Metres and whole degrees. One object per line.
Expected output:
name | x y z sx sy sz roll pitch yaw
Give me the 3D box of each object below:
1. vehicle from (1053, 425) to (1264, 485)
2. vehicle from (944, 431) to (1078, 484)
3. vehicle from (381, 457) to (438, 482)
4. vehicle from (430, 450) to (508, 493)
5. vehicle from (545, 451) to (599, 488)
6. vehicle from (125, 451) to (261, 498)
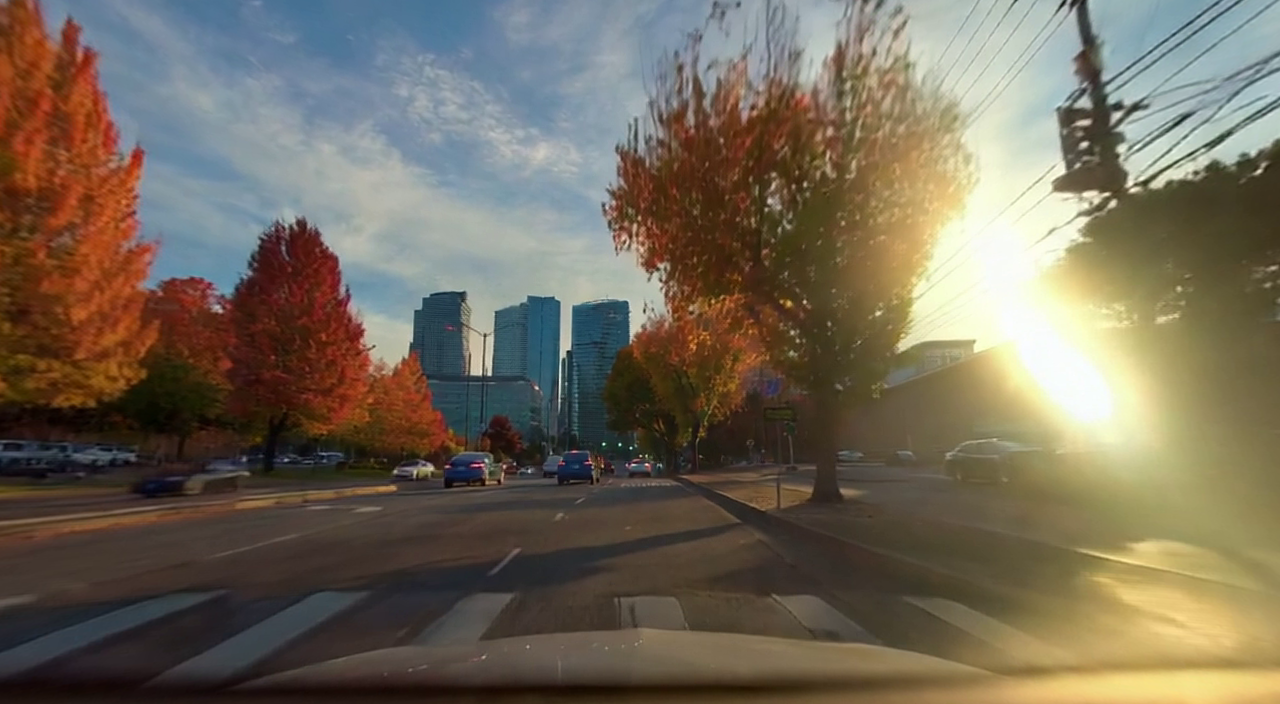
vehicle | 14.519 2.930 18.003 1.826 1.474 4.254 3 -9 -17
vehicle | 13.187 3.715 22.720 1.862 1.559 3.959 -4 -6 -11
vehicle | -15.676 7.998 43.115 1.969 1.503 4.797 0 -9 1
vehicle | -6.996 4.909 26.257 1.932 1.596 4.247 0 -9 1
vehicle | -3.298 5.821 31.519 2.085 1.663 4.513 0 -9 1
vehicle | -15.825 4.324 22.595 1.843 1.520 3.995 0 -9 1
